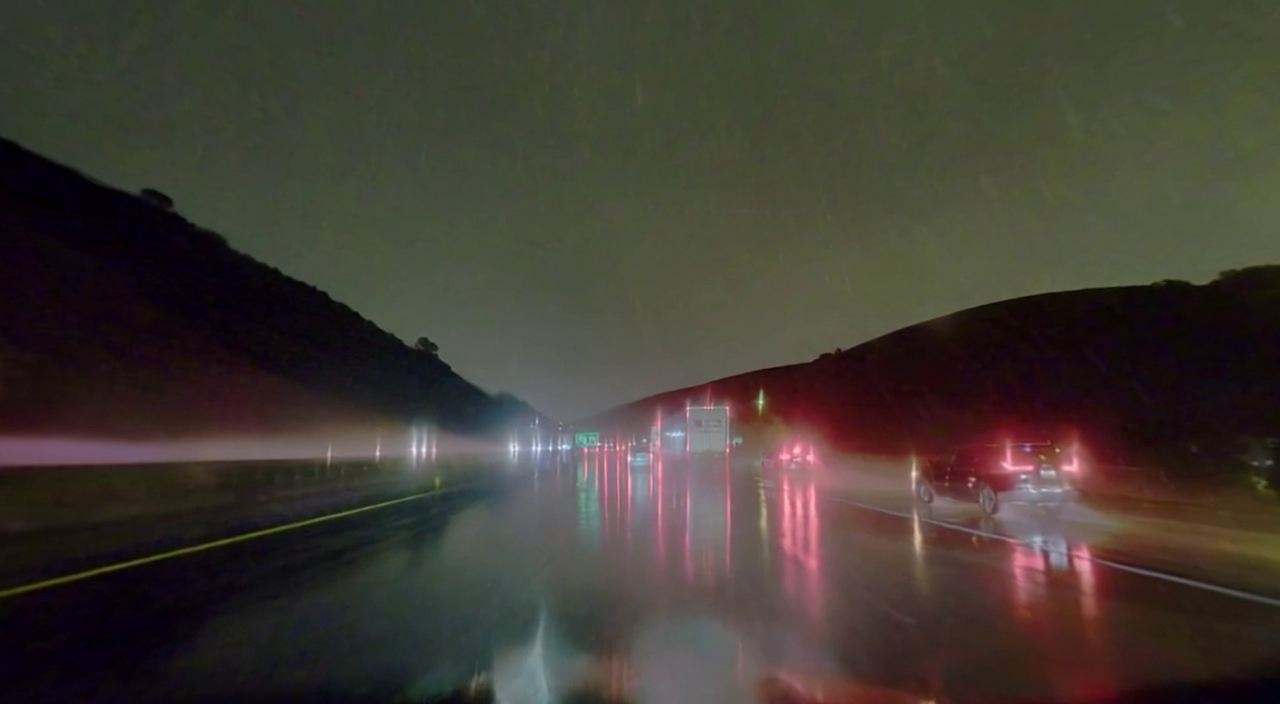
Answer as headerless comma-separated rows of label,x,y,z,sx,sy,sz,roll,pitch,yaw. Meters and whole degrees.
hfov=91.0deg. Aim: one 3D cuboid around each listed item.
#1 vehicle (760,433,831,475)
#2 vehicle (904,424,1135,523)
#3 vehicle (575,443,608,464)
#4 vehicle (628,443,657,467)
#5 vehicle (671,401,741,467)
vehicle,7.233,4.811,29.886,2.143,1.775,4.729,0,-9,0
vehicle,7.457,2.417,13.072,2.044,1.676,4.421,0,-9,0
vehicle,-3.713,7.881,48.900,2.132,1.506,4.256,0,-9,0
vehicle,0.132,6.921,42.493,1.866,1.492,3.932,0,-9,-1
vehicle,3.918,5.349,40.286,3.130,3.607,11.129,0,-9,-1
